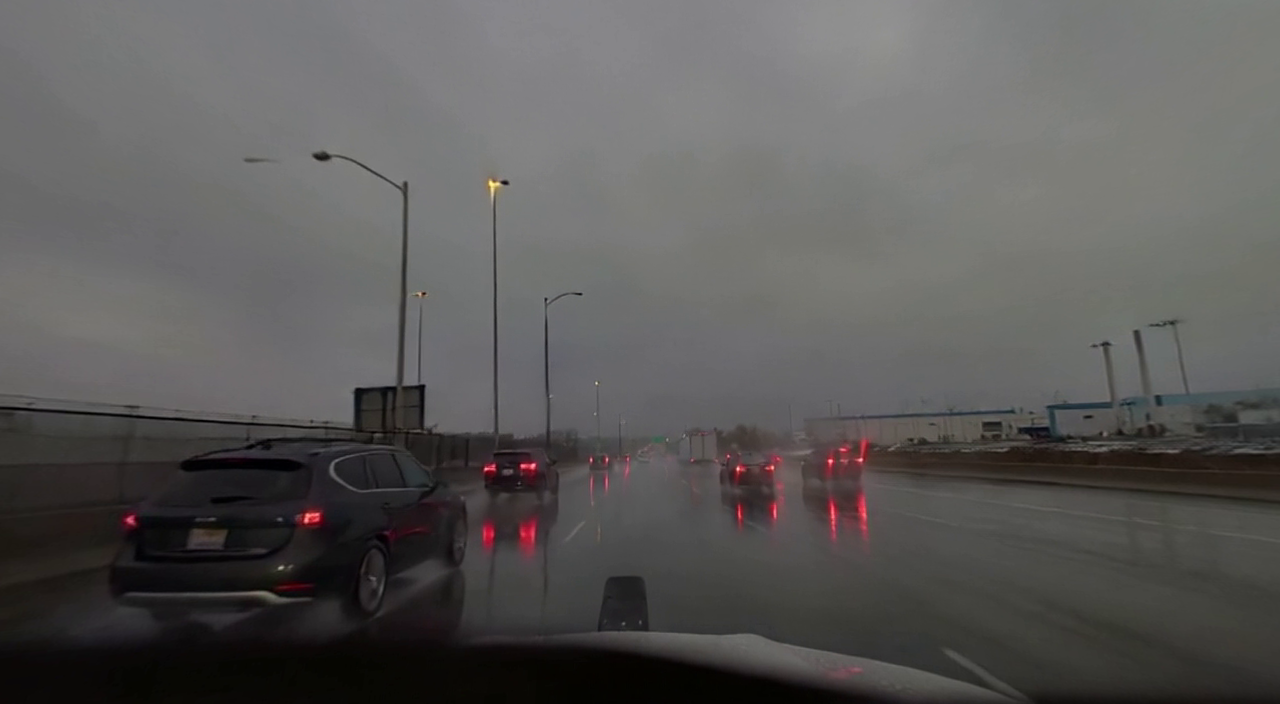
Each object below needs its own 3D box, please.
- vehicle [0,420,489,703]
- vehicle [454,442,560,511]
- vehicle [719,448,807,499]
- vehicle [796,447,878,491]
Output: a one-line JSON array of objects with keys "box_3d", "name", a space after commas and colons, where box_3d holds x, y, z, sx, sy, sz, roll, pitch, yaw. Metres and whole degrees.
[{"box_3d": [-3.075, 1.509, 5.669, 2.067, 1.555, 4.851, -1, -9, 2], "name": "vehicle"}, {"box_3d": [-3.549, 3.402, 17.701, 2.036, 1.669, 4.112, -1, -9, 1], "name": "vehicle"}, {"box_3d": [3.898, 3.928, 20.835, 1.942, 1.453, 4.329, 0, -9, -1], "name": "vehicle"}, {"box_3d": [7.530, 4.475, 24.484, 1.860, 1.520, 3.961, -1, -9, 0], "name": "vehicle"}]
